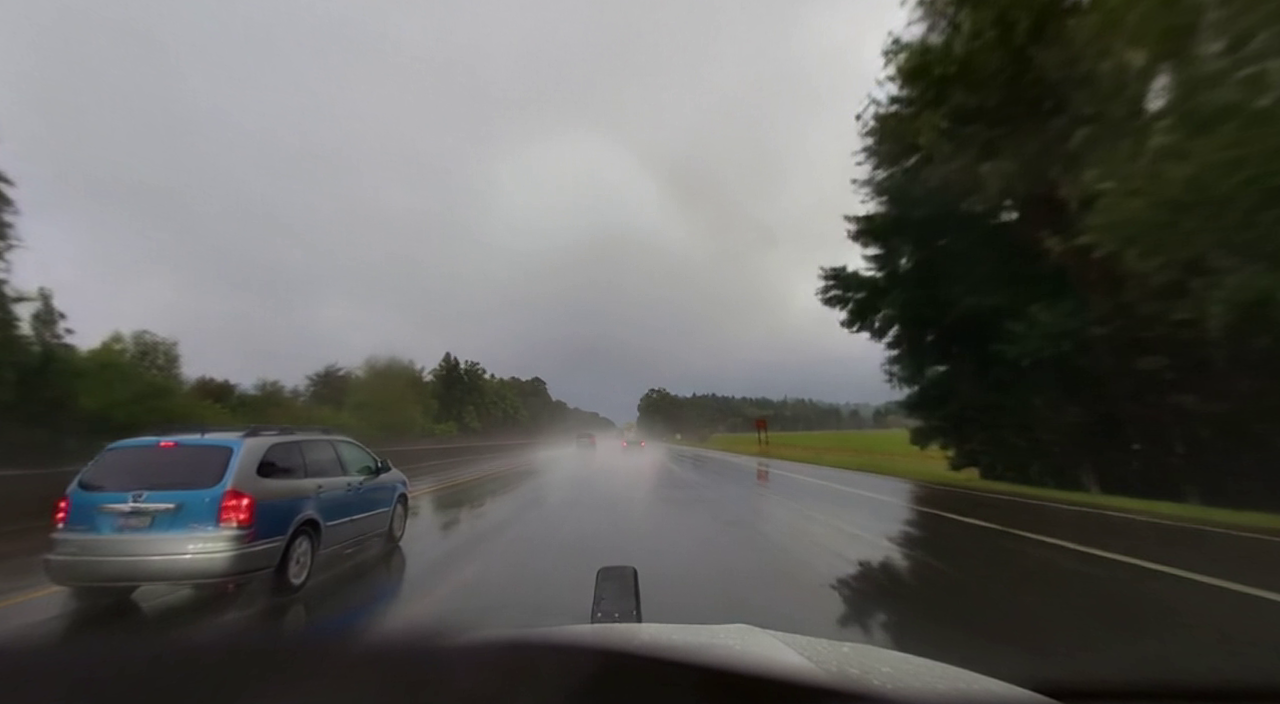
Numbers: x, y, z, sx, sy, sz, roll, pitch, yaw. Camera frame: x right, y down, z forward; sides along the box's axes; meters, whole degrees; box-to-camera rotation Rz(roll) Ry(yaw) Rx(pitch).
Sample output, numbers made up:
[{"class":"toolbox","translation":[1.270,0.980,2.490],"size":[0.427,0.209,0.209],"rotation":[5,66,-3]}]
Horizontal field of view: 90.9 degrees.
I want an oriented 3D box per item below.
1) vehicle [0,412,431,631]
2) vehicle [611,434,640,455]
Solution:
[{"class":"vehicle","translation":[-3.786,1.441,6.426],"size":[1.931,1.483,4.105],"rotation":[0,-8,-1]},{"class":"vehicle","translation":[-1.105,7.295,49.812],"size":[2.162,1.616,4.242],"rotation":[0,-8,-1]}]
